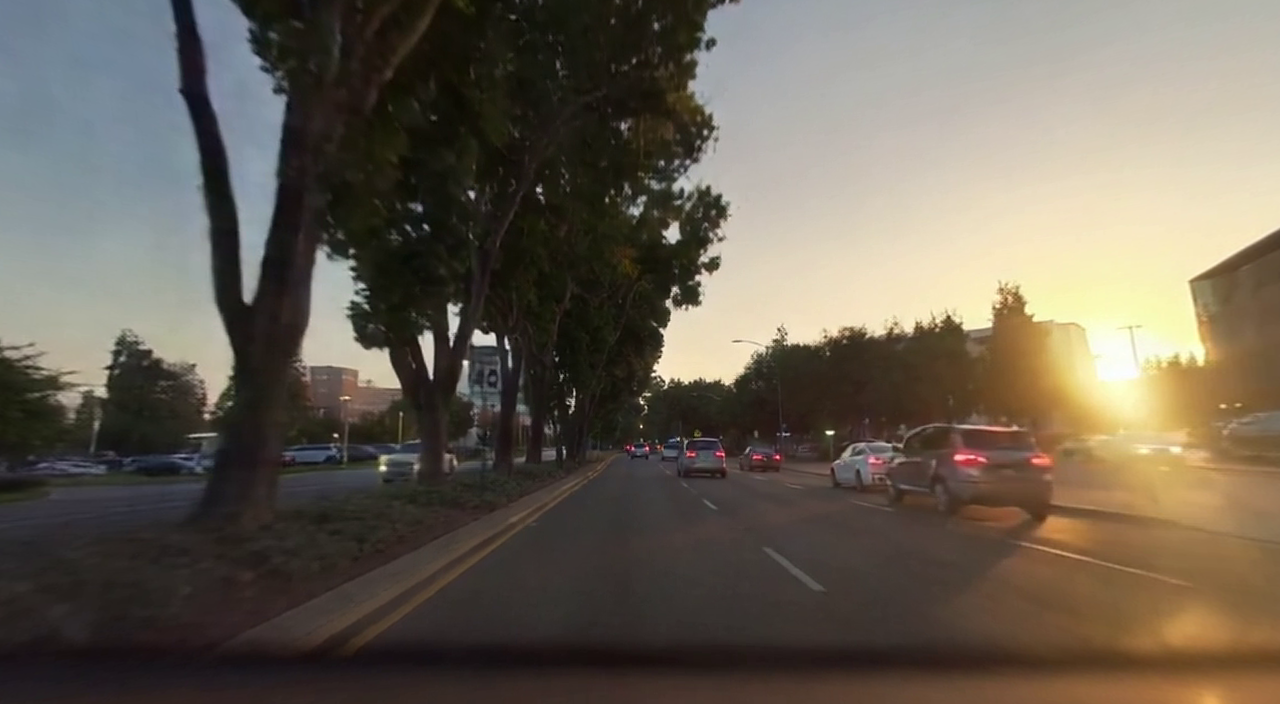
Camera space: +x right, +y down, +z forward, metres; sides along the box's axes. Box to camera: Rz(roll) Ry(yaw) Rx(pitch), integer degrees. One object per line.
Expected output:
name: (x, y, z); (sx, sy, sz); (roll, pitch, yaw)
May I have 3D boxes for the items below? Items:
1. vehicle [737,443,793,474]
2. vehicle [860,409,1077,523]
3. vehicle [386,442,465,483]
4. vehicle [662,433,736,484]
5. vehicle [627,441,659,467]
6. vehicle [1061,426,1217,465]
vehicle: (6.786, 5.813, 34.713); (2.029, 1.548, 4.422); (0, -9, -2)
vehicle: (6.880, 2.461, 13.941); (2.382, 2.108, 4.182); (0, -9, -2)
vehicle: (-9.680, 5.009, 28.959); (1.999, 1.711, 4.541); (0, -9, 1)
vehicle: (2.164, 4.114, 24.708); (2.227, 1.794, 4.457); (0, -9, -3)
vehicle: (0.199, 7.000, 43.575); (2.132, 1.693, 3.819); (0, -9, 0)
vehicle: (20.733, 3.918, 26.424); (4.608, 1.533, 2.193); (0, -9, 0)
